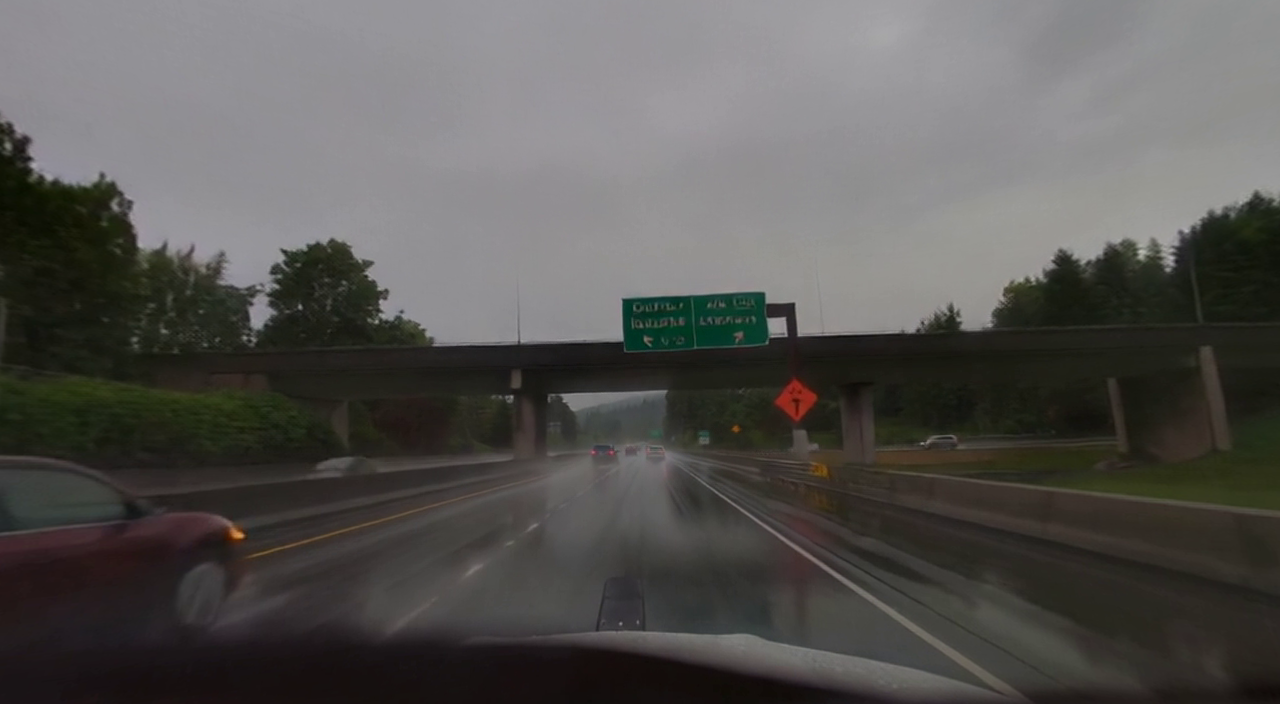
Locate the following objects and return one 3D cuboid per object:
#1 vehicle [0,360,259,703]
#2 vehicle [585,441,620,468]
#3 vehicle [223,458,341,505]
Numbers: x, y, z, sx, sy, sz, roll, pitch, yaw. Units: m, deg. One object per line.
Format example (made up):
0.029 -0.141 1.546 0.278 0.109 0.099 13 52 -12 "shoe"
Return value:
-3.663 0.795 2.137 2.037 1.638 4.274 0 -9 0 "vehicle"
-2.606 7.325 45.312 2.143 1.853 4.123 0 -9 2 "vehicle"
-12.364 4.474 22.109 1.750 1.402 3.988 0 -9 1 "vehicle"
